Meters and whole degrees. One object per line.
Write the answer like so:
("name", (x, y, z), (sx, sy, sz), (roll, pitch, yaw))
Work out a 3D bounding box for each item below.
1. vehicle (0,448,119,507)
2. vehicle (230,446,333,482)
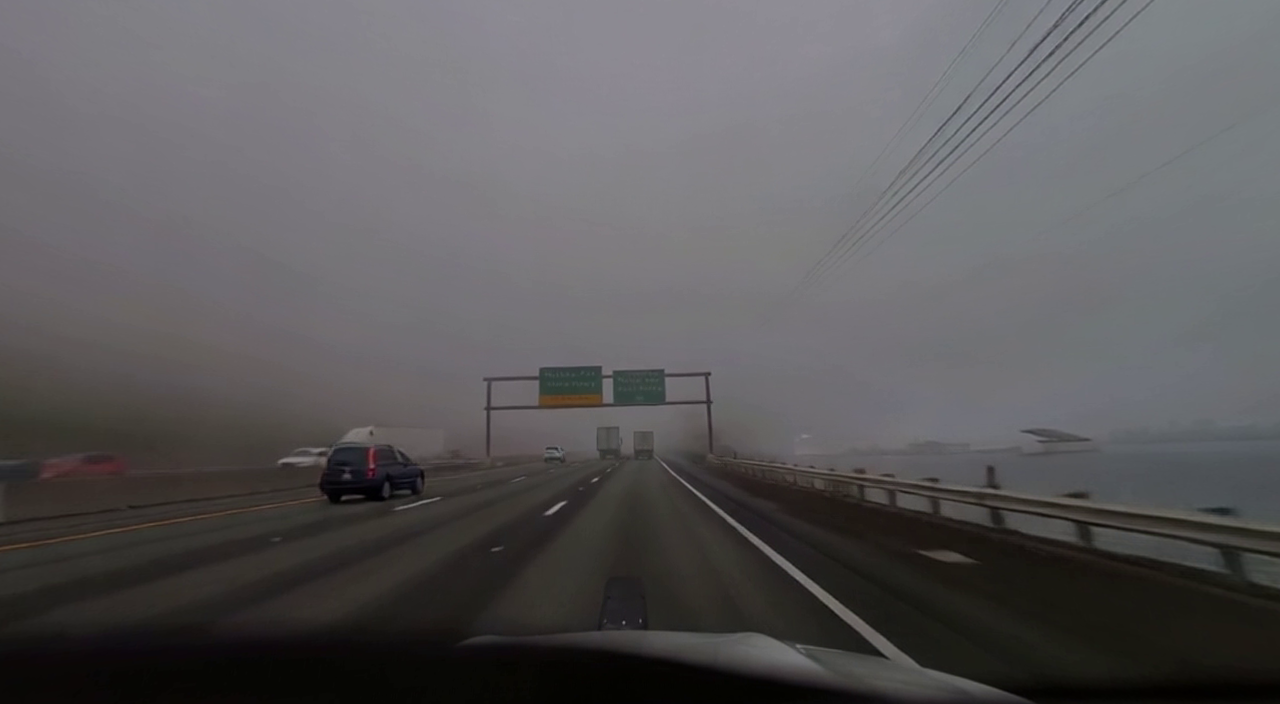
("vehicle", (-21.281, 4.253, 21.762), (2.518, 1.848, 4.807), (-1, -9, -1))
("vehicle", (-16.990, 5.311, 30.228), (2.008, 1.534, 4.910), (-1, -9, 1))
